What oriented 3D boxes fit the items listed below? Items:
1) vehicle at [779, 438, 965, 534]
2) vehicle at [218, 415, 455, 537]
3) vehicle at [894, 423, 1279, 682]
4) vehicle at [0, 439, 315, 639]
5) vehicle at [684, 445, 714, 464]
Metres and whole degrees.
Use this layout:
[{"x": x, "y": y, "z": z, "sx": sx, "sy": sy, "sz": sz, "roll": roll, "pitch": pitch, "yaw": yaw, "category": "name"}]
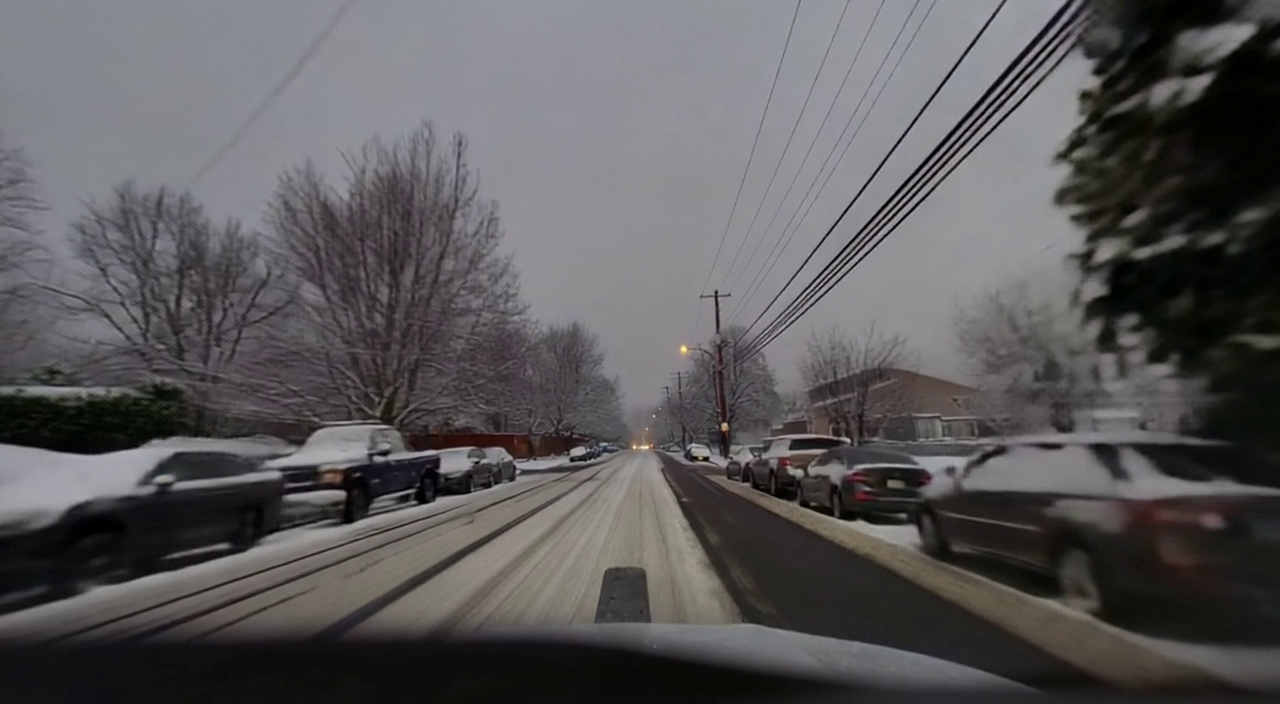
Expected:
[{"x": 4.148, "y": 2.436, "z": 12.174, "sx": 1.830, "sy": 1.491, "sz": 4.453, "roll": 0, "pitch": -8, "yaw": -1, "category": "vehicle"}, {"x": -5.666, "y": 2.344, "z": 12.762, "sx": 2.052, "sy": 1.916, "sz": 5.084, "roll": 0, "pitch": -8, "yaw": 3, "category": "vehicle"}, {"x": 4.175, "y": 1.517, "z": 5.978, "sx": 1.840, "sy": 1.521, "sz": 4.337, "roll": 0, "pitch": -8, "yaw": 2, "category": "vehicle"}, {"x": -5.704, "y": 1.732, "z": 6.997, "sx": 1.790, "sy": 1.496, "sz": 4.234, "roll": 1, "pitch": -8, "yaw": 2, "category": "vehicle"}, {"x": 4.557, "y": 7.966, "z": 49.207, "sx": 1.851, "sy": 1.438, "sz": 4.177, "roll": 0, "pitch": -8, "yaw": 0, "category": "vehicle"}]
